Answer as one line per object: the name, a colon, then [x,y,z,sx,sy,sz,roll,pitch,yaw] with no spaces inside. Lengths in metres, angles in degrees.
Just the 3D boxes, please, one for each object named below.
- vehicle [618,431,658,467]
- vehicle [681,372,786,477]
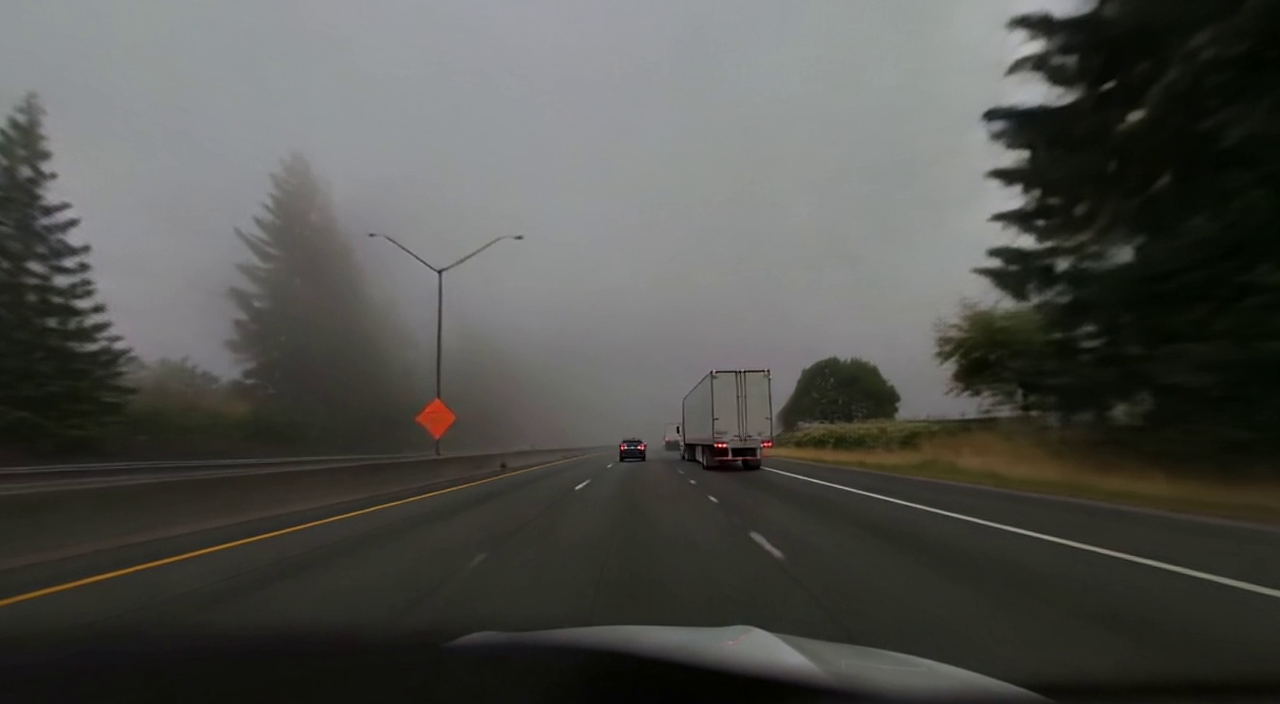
vehicle: [-0.111,5.651,36.879,2.211,1.933,4.315,-1,-8,0]
vehicle: [4.156,3.890,32.108,3.005,4.121,14.417,0,-8,-1]
